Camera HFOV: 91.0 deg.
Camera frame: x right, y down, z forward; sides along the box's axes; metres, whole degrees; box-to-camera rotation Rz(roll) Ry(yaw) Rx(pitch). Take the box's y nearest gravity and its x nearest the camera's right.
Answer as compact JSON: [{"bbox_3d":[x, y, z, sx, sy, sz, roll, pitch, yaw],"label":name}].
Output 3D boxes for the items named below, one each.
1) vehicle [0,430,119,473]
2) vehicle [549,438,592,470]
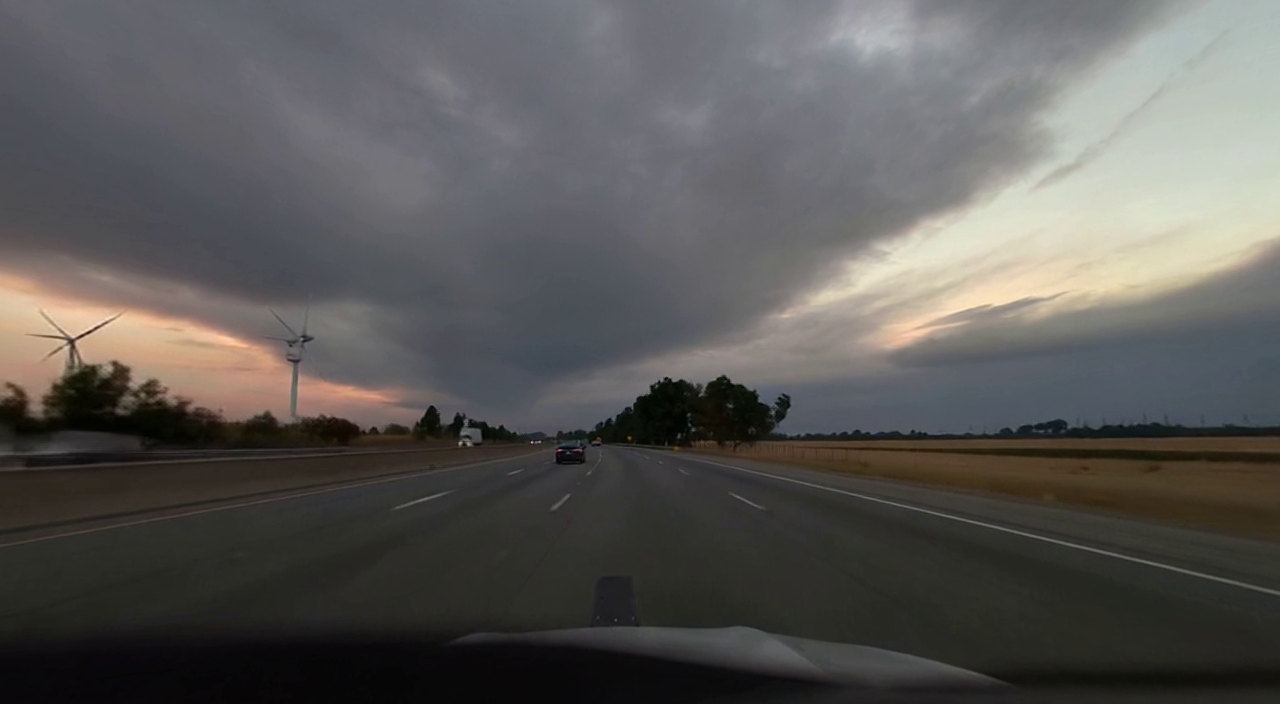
[{"bbox_3d":[-23.198,3.849,24.585,1.941,1.483,4.526,0,-8,-2],"label":"vehicle"},{"bbox_3d":[-3.664,5.452,33.964,2.053,1.549,4.097,0,-8,-3],"label":"vehicle"}]
